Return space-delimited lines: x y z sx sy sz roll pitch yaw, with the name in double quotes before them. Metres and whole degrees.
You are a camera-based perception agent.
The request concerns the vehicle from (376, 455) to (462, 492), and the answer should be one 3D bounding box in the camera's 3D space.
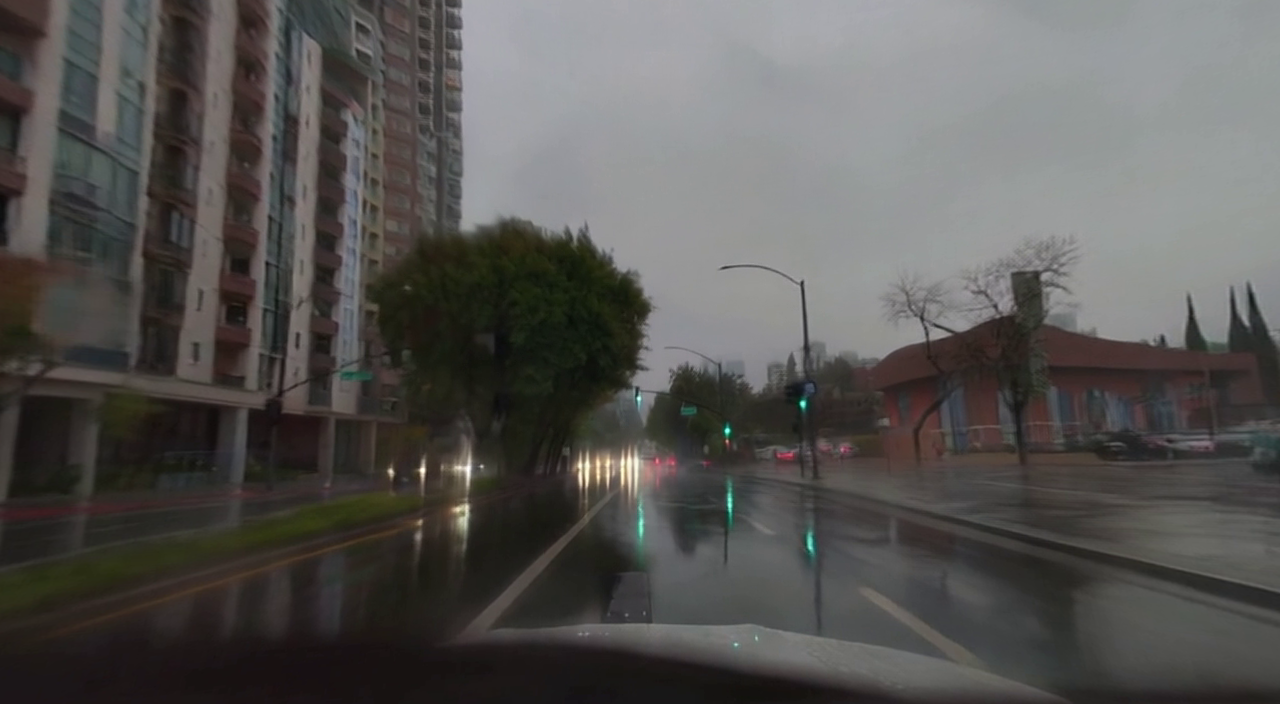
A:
"vehicle" -9.954 5.501 28.843 2.004 1.469 4.724 -1 -9 3
